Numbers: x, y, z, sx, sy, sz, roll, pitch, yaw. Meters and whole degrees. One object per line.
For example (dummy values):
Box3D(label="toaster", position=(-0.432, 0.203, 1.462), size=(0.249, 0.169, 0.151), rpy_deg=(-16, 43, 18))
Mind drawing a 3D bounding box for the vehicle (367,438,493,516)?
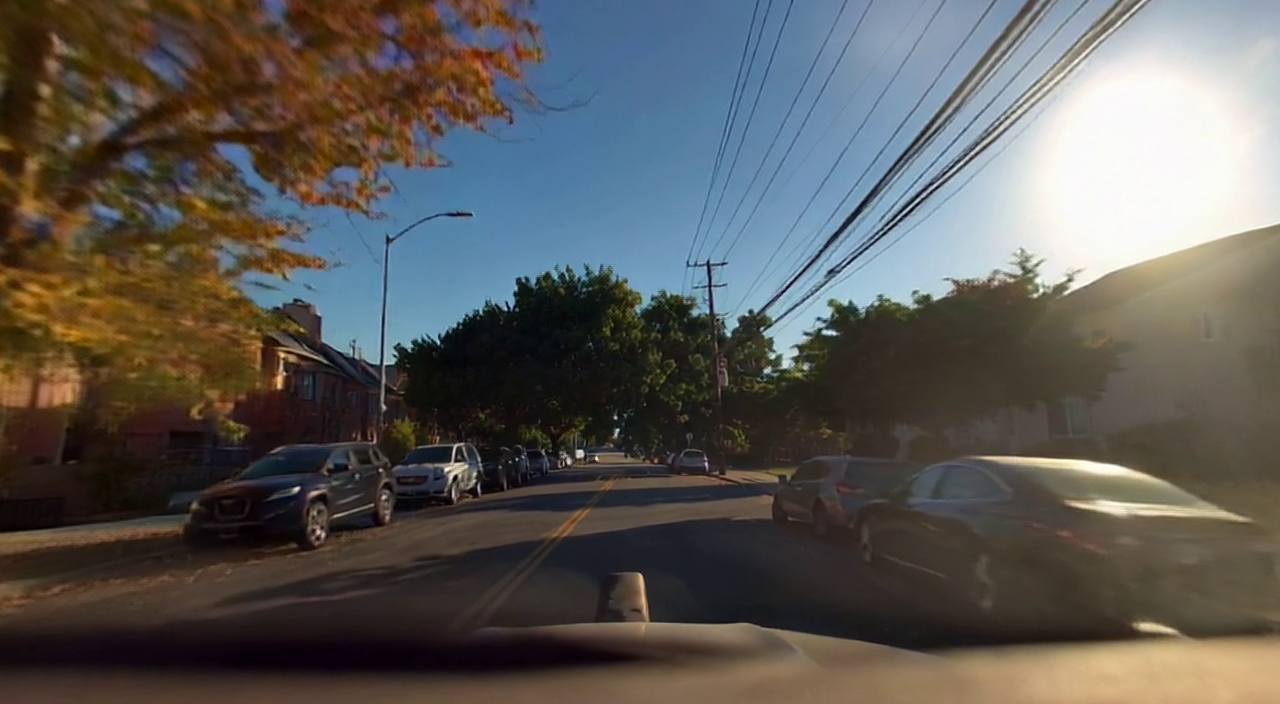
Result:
Box3D(label="vehicle", position=(-6.361, 3.805, 19.852), size=(2.120, 1.989, 5.616), rpy_deg=(-3, -8, -1))

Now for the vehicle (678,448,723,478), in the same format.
Box3D(label="vehicle", position=(3.662, 6.811, 38.783), size=(2.328, 1.730, 4.225), rpy_deg=(0, -9, 0))

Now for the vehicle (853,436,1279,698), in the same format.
Box3D(label="vehicle", position=(3.803, 1.614, 6.029), size=(1.868, 1.494, 4.652), rpy_deg=(0, -9, 0))

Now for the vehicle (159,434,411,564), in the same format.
Box3D(label="vehicle", position=(-6.294, 2.574, 12.012), size=(2.056, 1.876, 4.824), rpy_deg=(-2, -8, -1))
